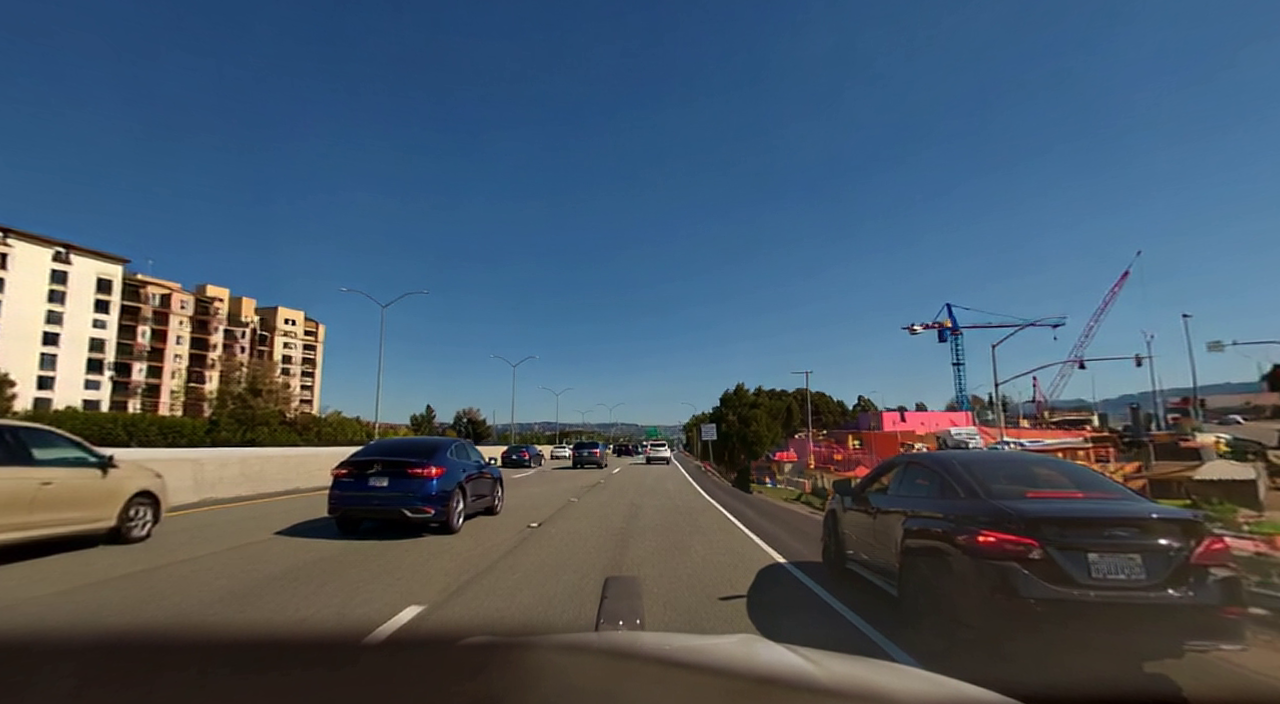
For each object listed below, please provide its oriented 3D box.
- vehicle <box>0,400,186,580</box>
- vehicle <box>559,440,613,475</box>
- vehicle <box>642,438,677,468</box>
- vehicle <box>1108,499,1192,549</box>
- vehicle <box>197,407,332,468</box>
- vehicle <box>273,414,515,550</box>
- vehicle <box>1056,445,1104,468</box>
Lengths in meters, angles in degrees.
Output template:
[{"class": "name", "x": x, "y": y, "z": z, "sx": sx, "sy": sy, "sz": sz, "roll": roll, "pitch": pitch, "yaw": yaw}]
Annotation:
[{"class": "vehicle", "x": -7.237, "y": 1.331, "z": 6.106, "sx": 2.113, "sy": 1.724, "sz": 4.656, "roll": 0, "pitch": -8, "yaw": 1}, {"class": "vehicle", "x": -2.725, "y": 5.445, "z": 32.909, "sx": 2.109, "sy": 1.657, "sz": 4.554, "roll": 0, "pitch": -8, "yaw": 4}, {"class": "vehicle", "x": 1.210, "y": 6.507, "z": 40.707, "sx": 2.116, "sy": 1.763, "sz": 4.352, "roll": 0, "pitch": -8, "yaw": 1}, {"class": "vehicle", "x": 22.191, "y": 7.436, "z": 27.581, "sx": 1.873, "sy": 1.547, "sz": 4.240, "roll": -4, "pitch": -9, "yaw": 27}, {"class": "vehicle", "x": -22.732, "y": 5.332, "z": 38.884, "sx": 2.938, "sy": 3.320, "sz": 8.188, "roll": 0, "pitch": -8, "yaw": 2}, {"class": "vehicle", "x": -3.579, "y": 1.974, "z": 10.269, "sx": 2.045, "sy": 1.710, "sz": 4.382, "roll": 0, "pitch": -8, "yaw": 2}, {"class": "vehicle", "x": 32.304, "y": 7.616, "z": 46.341, "sx": 1.840, "sy": 1.533, "sz": 4.657, "roll": -3, "pitch": -9, "yaw": 22}]
